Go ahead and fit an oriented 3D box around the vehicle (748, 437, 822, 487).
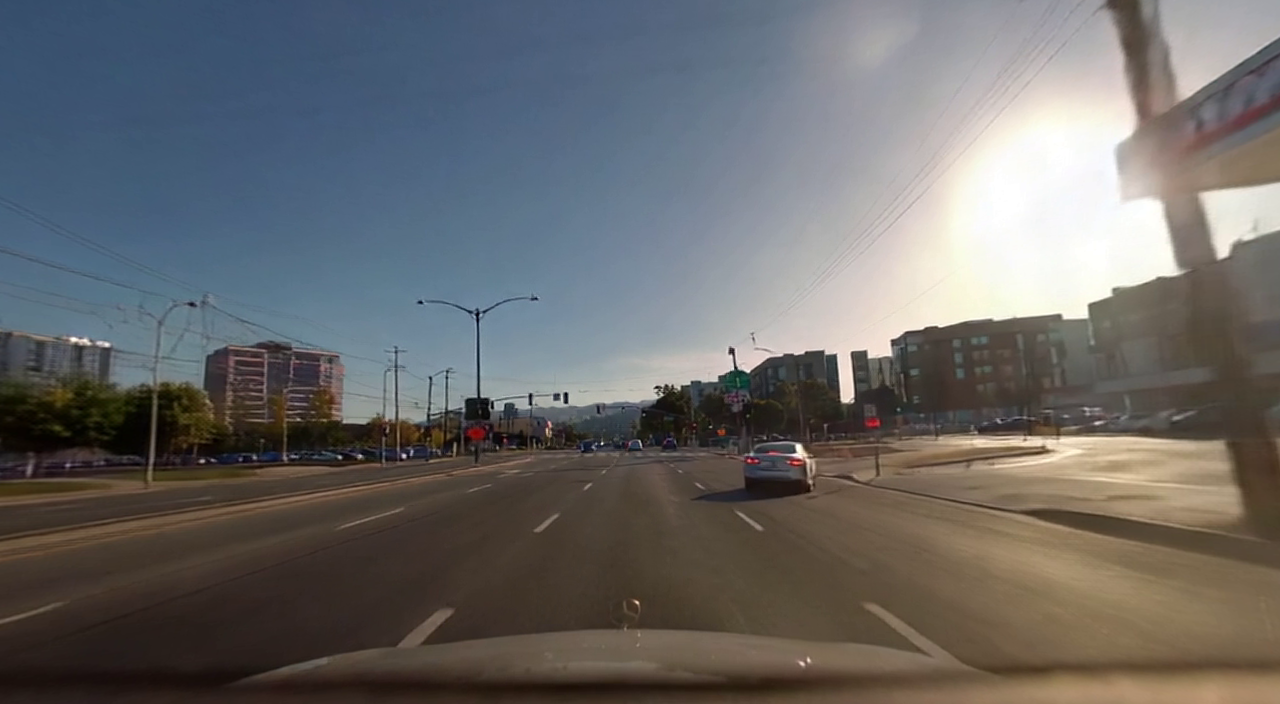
[{"bbox_3d":[4.785,3.668,21.488,2.113,1.470,4.867,-2,-8,9],"label":"vehicle"}]
